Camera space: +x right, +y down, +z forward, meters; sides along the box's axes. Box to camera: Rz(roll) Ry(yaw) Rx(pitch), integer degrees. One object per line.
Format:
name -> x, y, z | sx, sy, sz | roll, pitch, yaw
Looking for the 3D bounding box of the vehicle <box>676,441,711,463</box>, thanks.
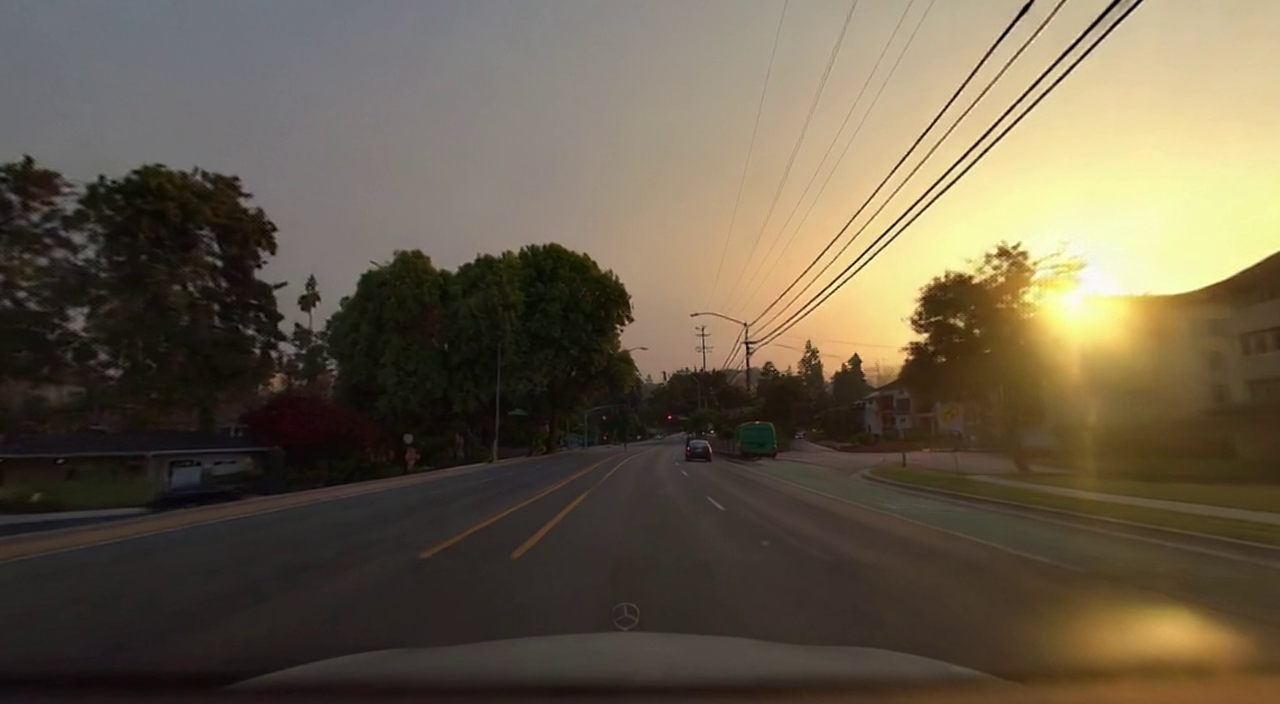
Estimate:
vehicle -> 3.662, 6.937, 43.957 | 2.015, 1.467, 4.117 | 0, -8, 0
